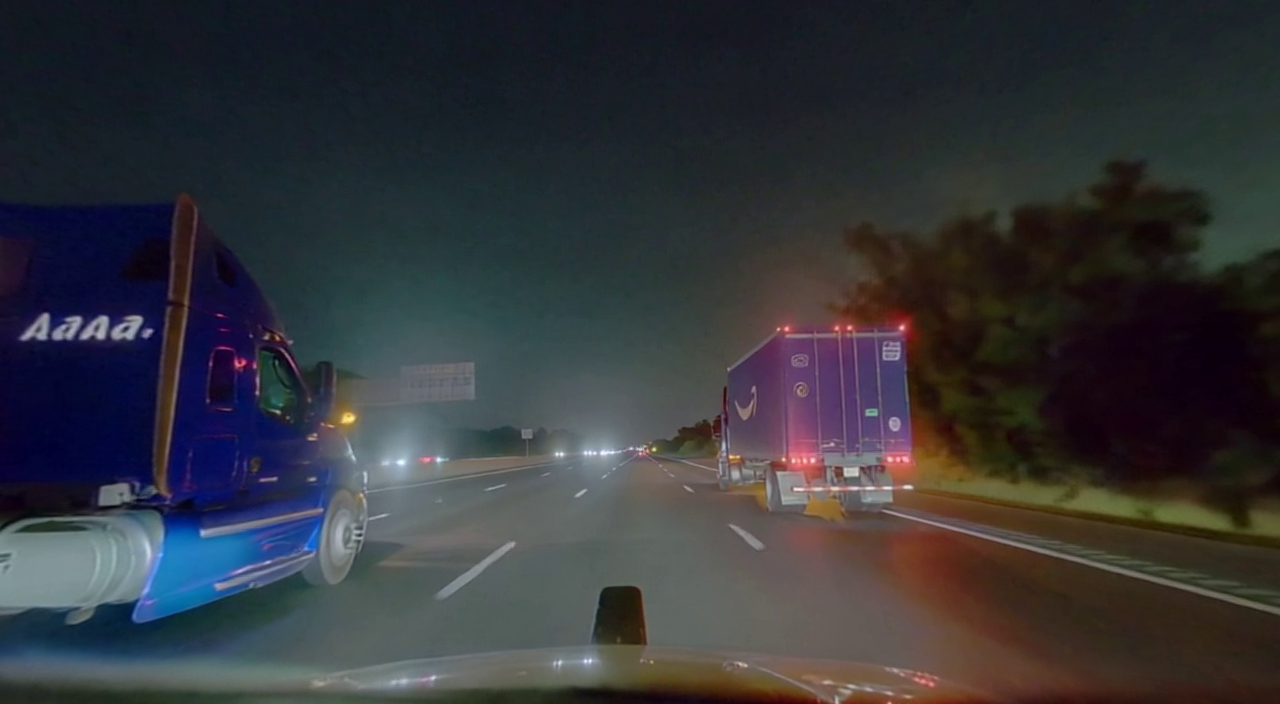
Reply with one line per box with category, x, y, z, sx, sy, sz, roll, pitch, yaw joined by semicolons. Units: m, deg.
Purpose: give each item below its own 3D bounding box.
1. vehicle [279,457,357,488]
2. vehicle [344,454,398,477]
vehicle;-15.757;5.899;31.107;1.845;1.354;3.604;-1;-9;2
vehicle;-18.550;7.808;43.735;1.839;1.467;4.317;0;-9;0
